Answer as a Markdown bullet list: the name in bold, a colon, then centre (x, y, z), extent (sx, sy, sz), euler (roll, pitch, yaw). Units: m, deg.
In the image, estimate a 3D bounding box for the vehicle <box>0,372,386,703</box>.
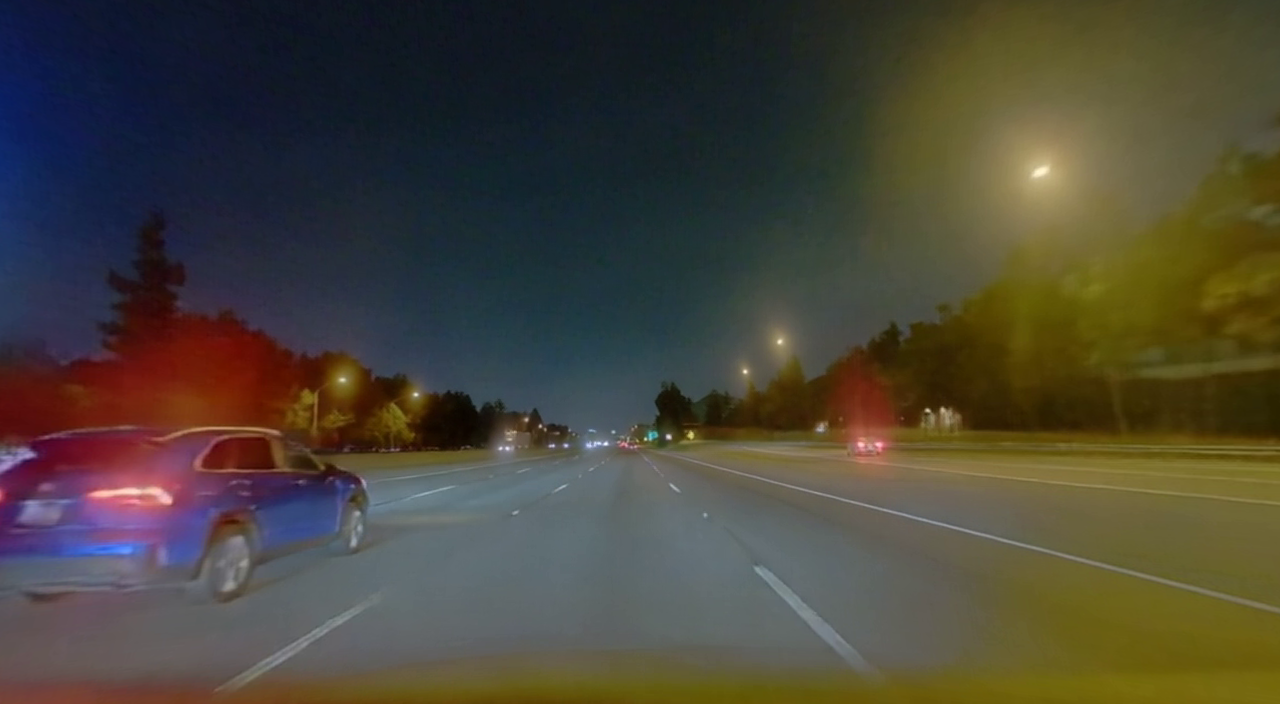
- **vehicle**: centre (-4.287, 1.314, 5.663), extent (2.102, 1.727, 4.704), euler (0, -9, -1)
